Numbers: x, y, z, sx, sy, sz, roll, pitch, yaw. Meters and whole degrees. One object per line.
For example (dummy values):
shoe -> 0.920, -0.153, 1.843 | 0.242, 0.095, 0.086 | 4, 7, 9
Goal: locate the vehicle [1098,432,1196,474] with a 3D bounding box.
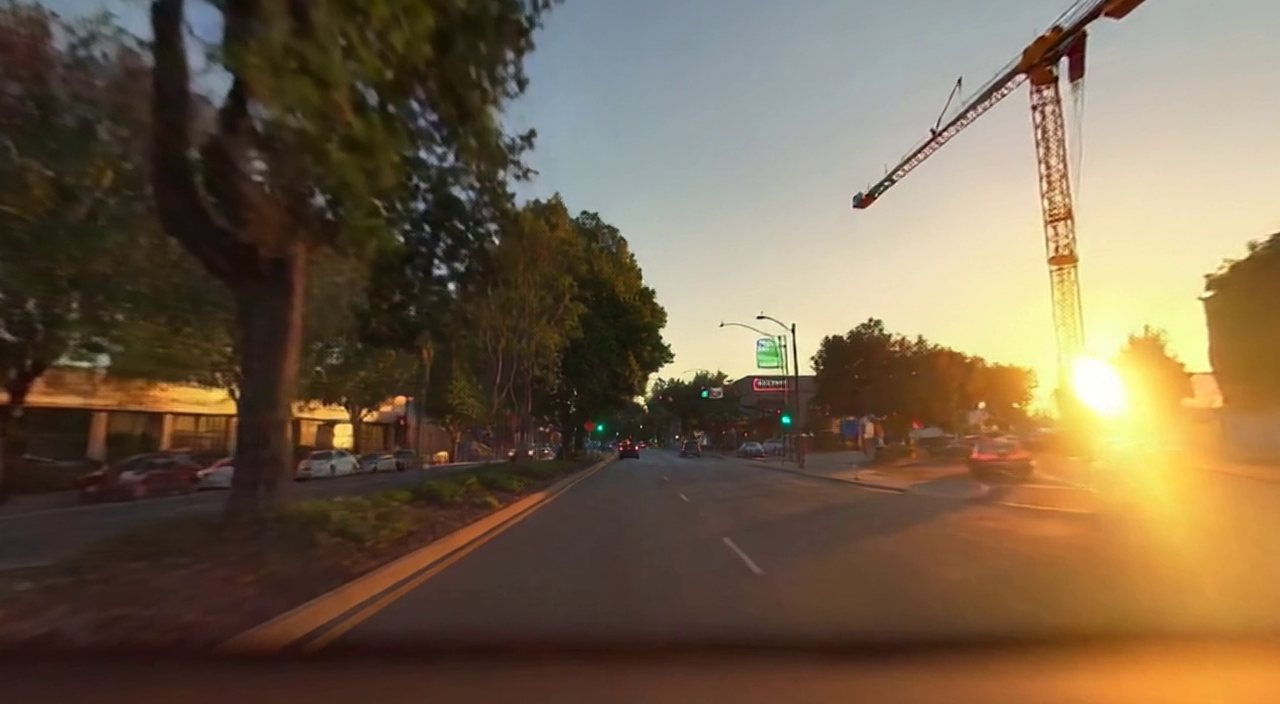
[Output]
vehicle -> 25.553, 5.090, 32.090 | 2.159, 1.920, 4.948 | -3, -9, 18

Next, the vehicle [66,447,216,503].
vehicle -> -16.467, 4.033, 21.163 | 1.808, 1.670, 3.937 | 0, -9, -1

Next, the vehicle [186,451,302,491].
vehicle -> -16.449, 4.934, 26.585 | 1.780, 1.493, 4.703 | 0, -9, 1

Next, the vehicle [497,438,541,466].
vehicle -> -8.962, 7.418, 47.150 | 2.227, 1.956, 4.978 | 0, -9, 1

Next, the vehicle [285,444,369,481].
vehicle -> -16.366, 5.787, 33.365 | 2.070, 1.774, 4.549 | 0, -9, 0

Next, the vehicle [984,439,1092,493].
vehicle -> 12.530, 3.580, 20.240 | 1.961, 1.485, 4.762 | -3, -9, 21

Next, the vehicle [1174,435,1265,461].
vehicle -> 35.785, 5.937, 39.101 | 3.656, 1.497, 1.727 | -3, -9, 17

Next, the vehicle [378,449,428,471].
vehicle -> -16.664, 7.617, 44.698 | 1.804, 1.467, 4.489 | 0, -9, 0
